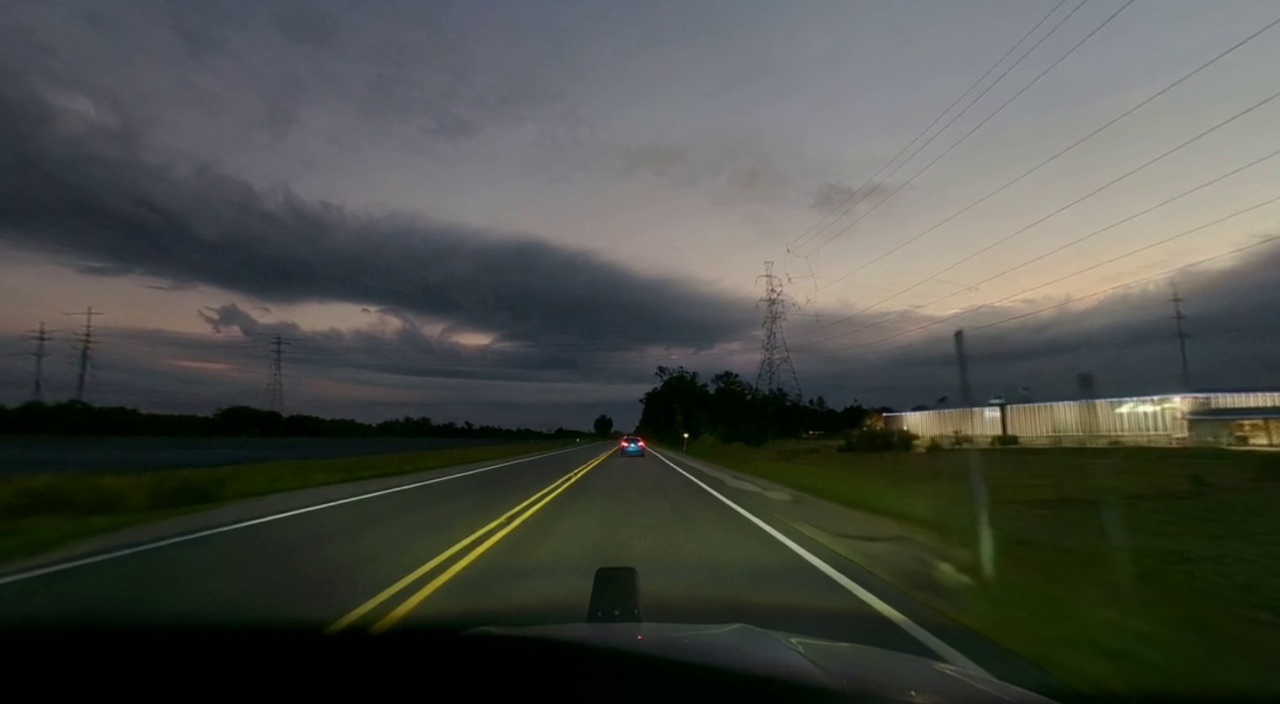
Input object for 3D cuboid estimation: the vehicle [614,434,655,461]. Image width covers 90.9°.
[{"bbox_3d":[-0.337,5.550,36.665,2.241,1.471,3.829,0,-8,-1],"label":"vehicle"}]
